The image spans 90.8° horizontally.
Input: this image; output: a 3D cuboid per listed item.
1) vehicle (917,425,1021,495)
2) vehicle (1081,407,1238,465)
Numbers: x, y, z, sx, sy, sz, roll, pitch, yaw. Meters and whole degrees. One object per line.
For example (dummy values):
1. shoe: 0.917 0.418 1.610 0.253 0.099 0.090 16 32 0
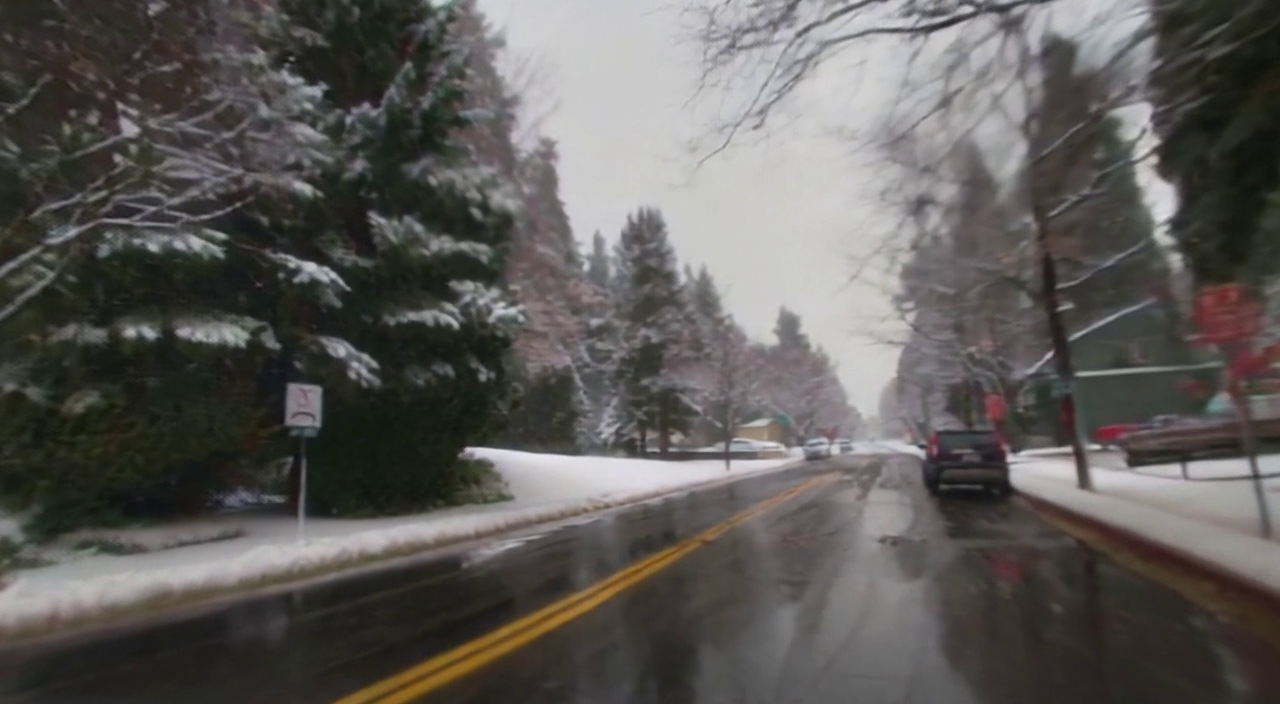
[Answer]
1. vehicle: 9.445 3.102 18.512 2.204 1.776 4.262 -4 -9 22
2. vehicle: 19.617 3.178 23.962 4.390 1.696 1.954 -4 -8 -9
